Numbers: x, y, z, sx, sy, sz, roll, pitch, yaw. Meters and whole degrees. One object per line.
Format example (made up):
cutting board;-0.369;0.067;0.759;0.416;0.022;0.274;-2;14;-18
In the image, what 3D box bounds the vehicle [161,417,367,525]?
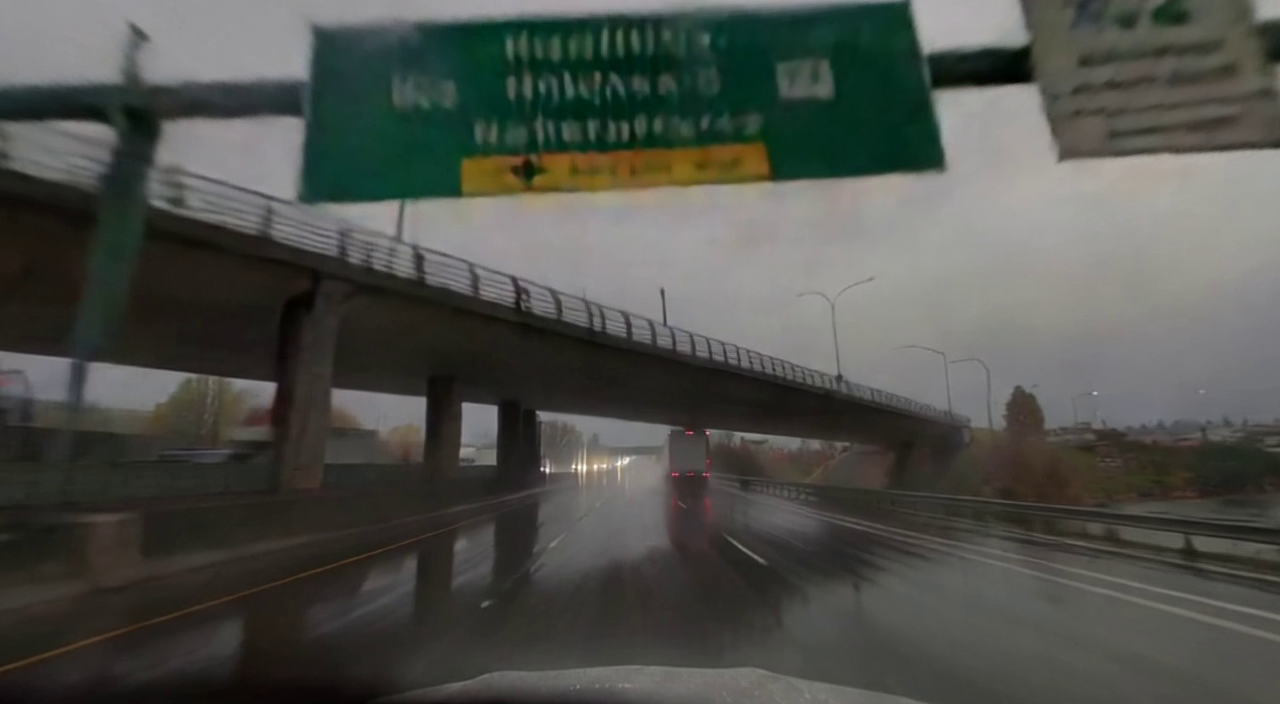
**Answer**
vehicle;-12.898;4.224;22.630;2.817;3.169;7.128;1;-10;0
